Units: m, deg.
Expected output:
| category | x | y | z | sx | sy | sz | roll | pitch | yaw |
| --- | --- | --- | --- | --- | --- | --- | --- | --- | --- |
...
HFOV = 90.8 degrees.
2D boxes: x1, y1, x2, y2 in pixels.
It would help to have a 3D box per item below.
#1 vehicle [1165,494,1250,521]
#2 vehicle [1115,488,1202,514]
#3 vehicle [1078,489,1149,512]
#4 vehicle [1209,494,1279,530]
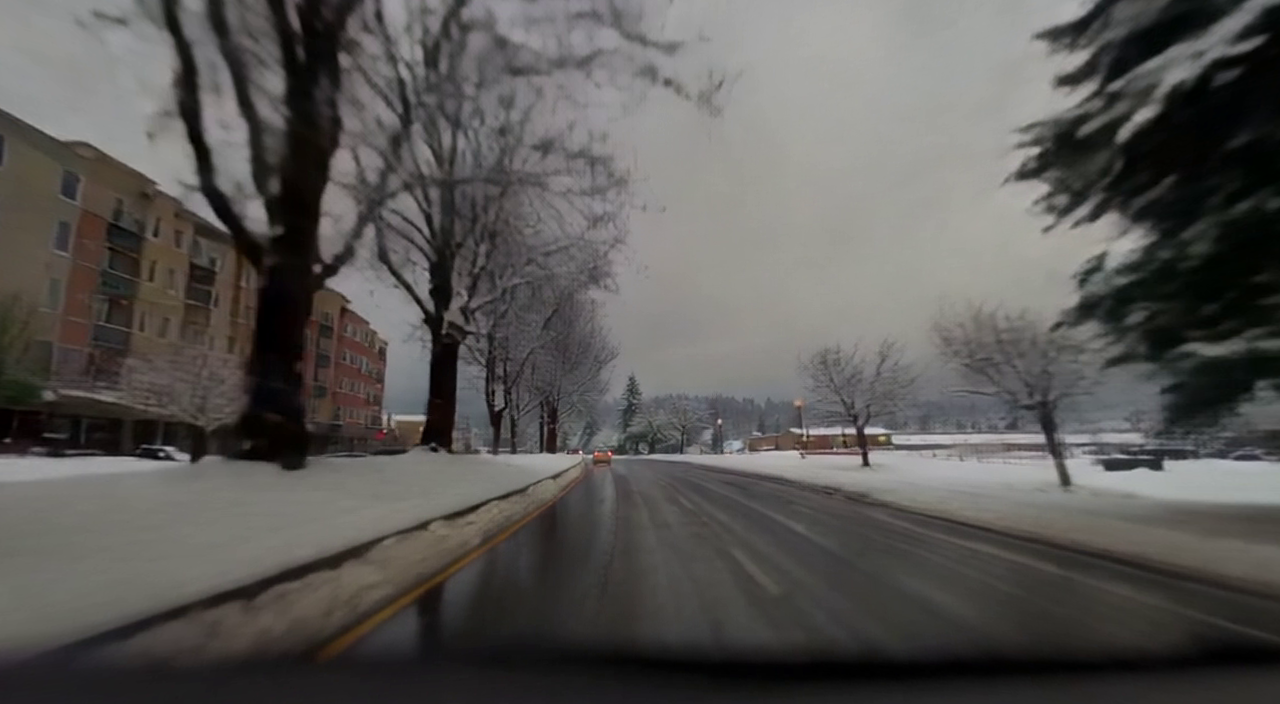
| category | x | y | z | sx | sy | sz | roll | pitch | yaw |
| --- | --- | --- | --- | --- | --- | --- | --- | --- | --- |
| vehicle | 34.741 | 9.521 | 38.732 | 3.528 | 1.442 | 1.620 | 0 | -8 | 1 |
| vehicle | 34.198 | 9.818 | 41.764 | 3.968 | 1.517 | 1.867 | 0 | -10 | 5 |
| vehicle | 35.208 | 11.044 | 47.070 | 3.738 | 1.499 | 1.843 | 0 | -9 | 4 |
| vehicle | 33.768 | 8.490 | 33.574 | 4.822 | 1.656 | 2.035 | 0 | -9 | 5 |
